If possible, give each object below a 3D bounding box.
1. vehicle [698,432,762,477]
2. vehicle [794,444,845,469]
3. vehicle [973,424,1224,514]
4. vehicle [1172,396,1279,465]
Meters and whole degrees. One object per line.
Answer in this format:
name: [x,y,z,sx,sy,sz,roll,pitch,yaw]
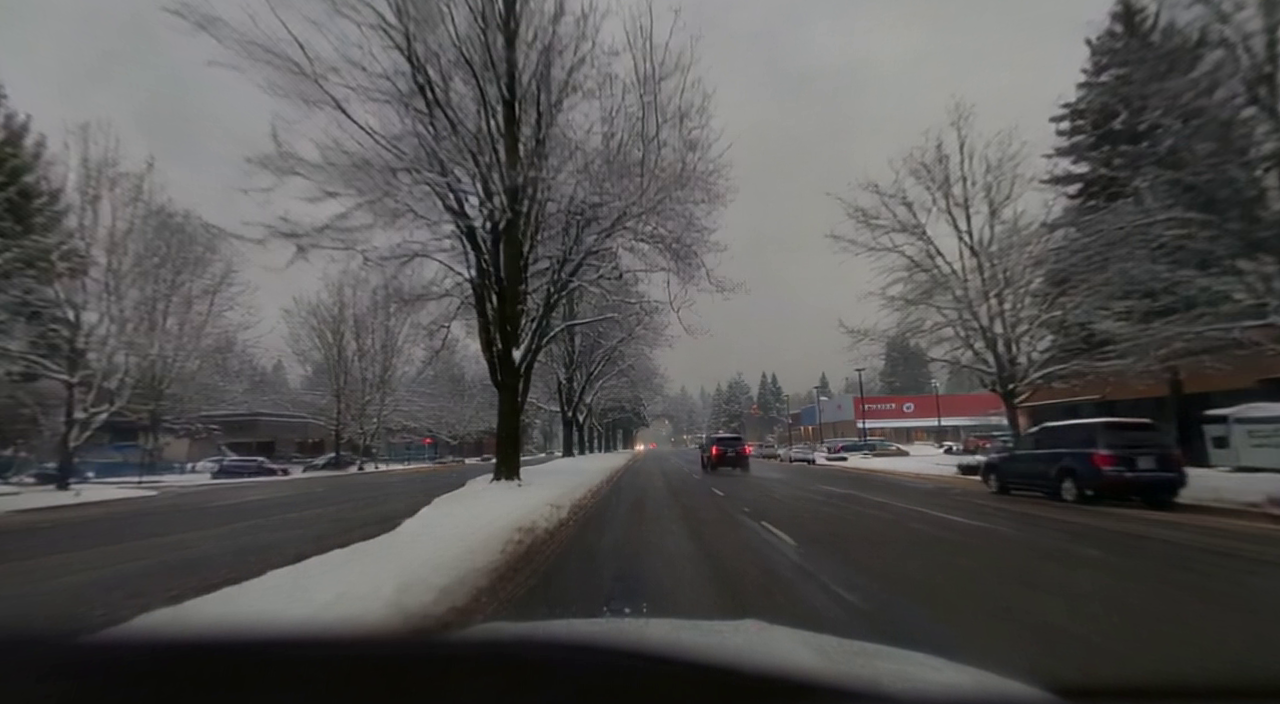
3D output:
vehicle: [3.979,4.643,28.630,2.183,1.845,4.482,0,-9,-1]
vehicle: [11.236,6.556,39.716,1.842,1.474,4.456,0,-9,0]
vehicle: [10.587,2.737,15.266,2.247,1.799,5.025,0,-9,0]
vehicle: [19.538,2.352,18.798,2.175,1.965,5.909,0,-9,0]
